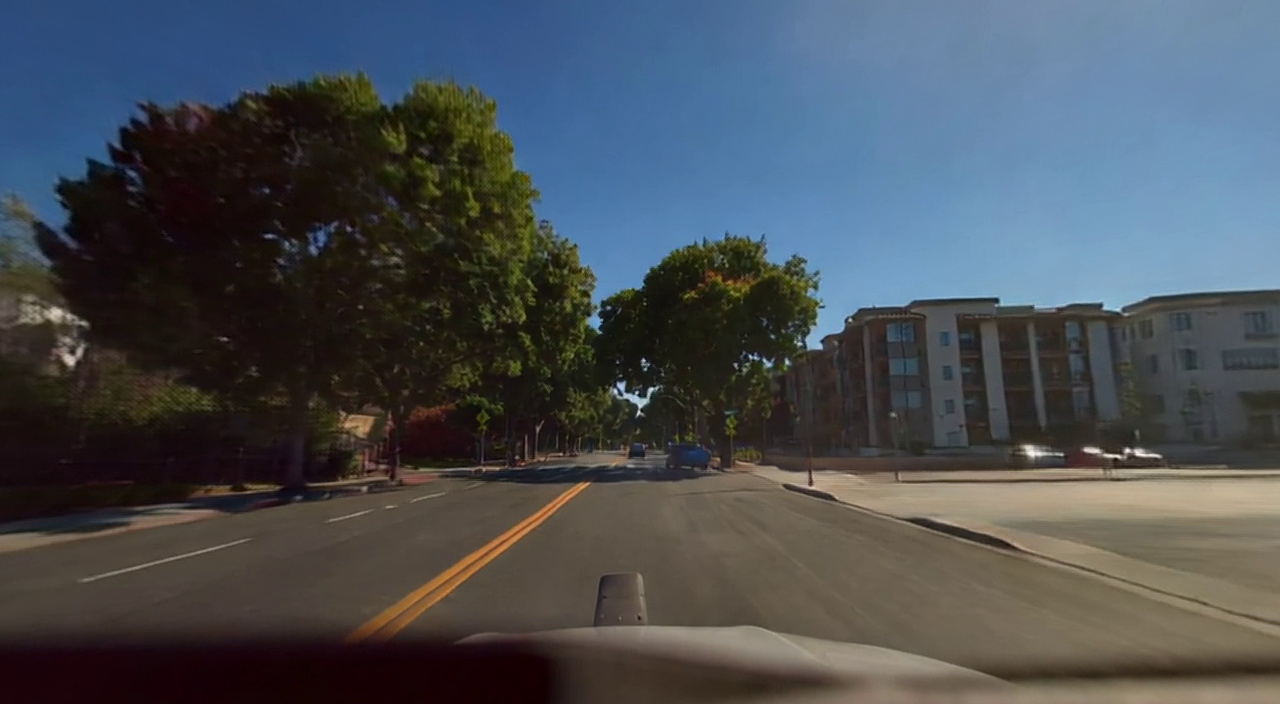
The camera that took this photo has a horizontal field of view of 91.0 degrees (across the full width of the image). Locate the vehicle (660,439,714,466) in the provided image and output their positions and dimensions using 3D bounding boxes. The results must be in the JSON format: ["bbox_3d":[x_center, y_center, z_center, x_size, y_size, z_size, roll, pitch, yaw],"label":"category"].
[{"bbox_3d":[3.107,6.792,42.570,1.981,1.703,3.691,4,-9,-27],"label":"vehicle"}]

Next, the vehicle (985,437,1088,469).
[{"bbox_3d":[23.946,6.119,38.159,4.676,1.775,2.085,-2,-9,2],"label":"vehicle"}]

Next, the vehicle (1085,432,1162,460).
[{"bbox_3d":[33.846,6.599,44.224,1.887,1.808,4.443,-1,-8,1],"label":"vehicle"}]
